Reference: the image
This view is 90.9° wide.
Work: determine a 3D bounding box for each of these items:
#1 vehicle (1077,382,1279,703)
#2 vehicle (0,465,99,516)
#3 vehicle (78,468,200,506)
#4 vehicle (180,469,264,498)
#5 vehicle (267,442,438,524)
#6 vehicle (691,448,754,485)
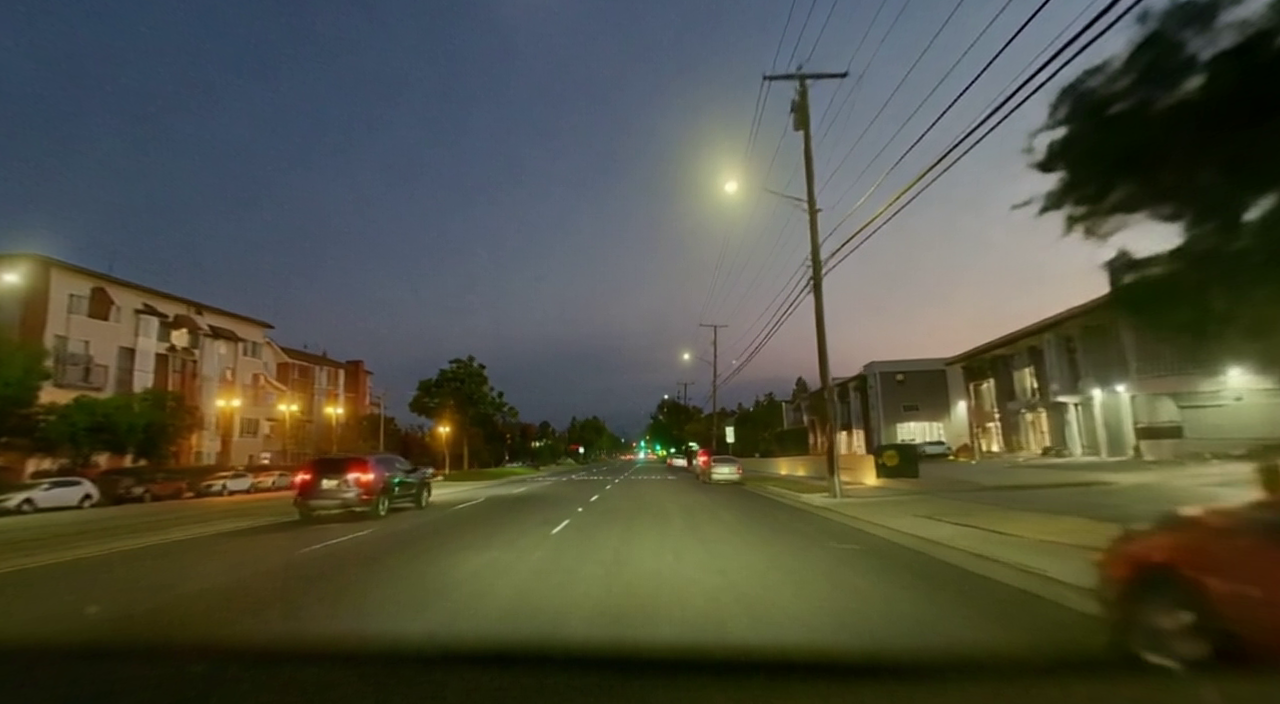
[{"bbox_3d":[3.508,0.767,1.471,2.022,1.592,4.111,-1,-8,1],"label":"vehicle"},{"bbox_3d":[-25.659,5.716,26.325,1.894,1.787,4.711,-1,-8,1],"label":"vehicle"},{"bbox_3d":[-25.614,6.888,32.566,1.912,1.538,5.264,-1,-8,1],"label":"vehicle"},{"bbox_3d":[-25.532,8.044,38.733,1.883,1.451,4.676,-1,-8,1],"label":"vehicle"},{"bbox_3d":[-6.691,3.050,15.380,2.000,1.671,4.497,-1,-8,1],"label":"vehicle"},{"bbox_3d":[3.641,5.145,28.648,2.259,1.500,4.474,0,-8,0],"label":"vehicle"}]
